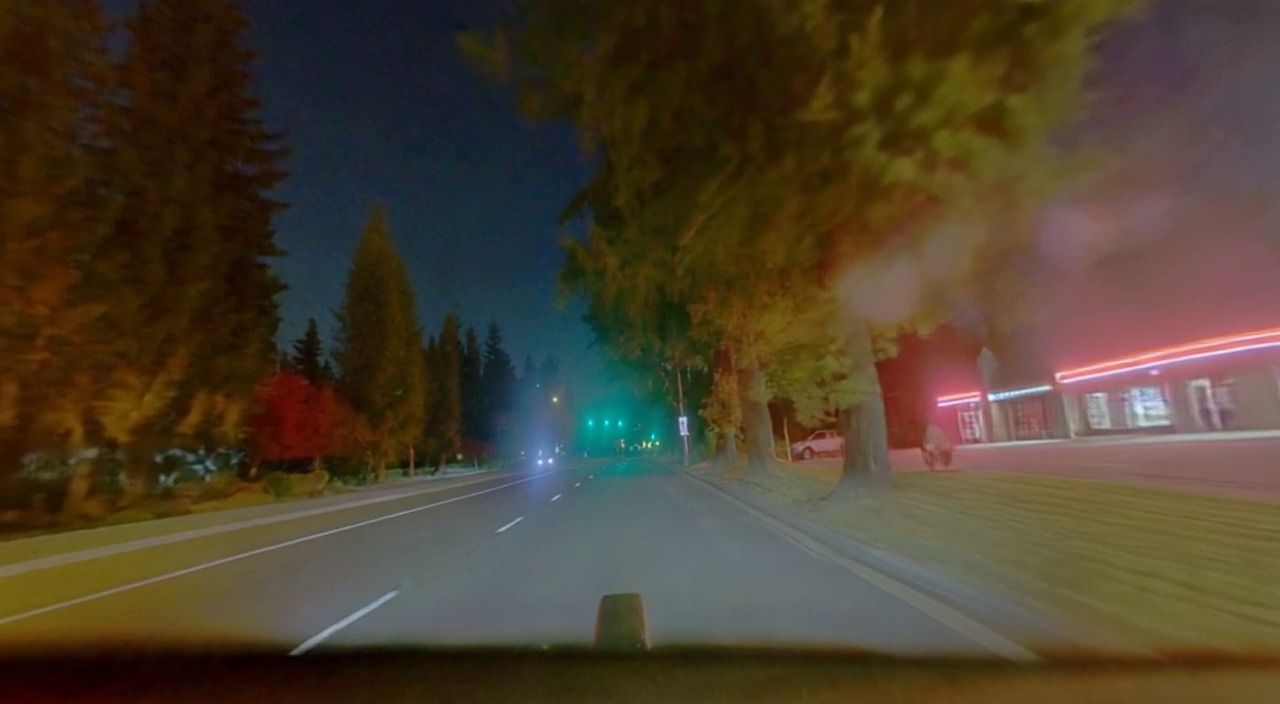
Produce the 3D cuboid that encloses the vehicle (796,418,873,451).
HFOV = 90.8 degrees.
[{"bbox_3d":[12.620,5.437,41.425,1.939,1.753,4.974,3,-13,-23],"label":"vehicle"}]
